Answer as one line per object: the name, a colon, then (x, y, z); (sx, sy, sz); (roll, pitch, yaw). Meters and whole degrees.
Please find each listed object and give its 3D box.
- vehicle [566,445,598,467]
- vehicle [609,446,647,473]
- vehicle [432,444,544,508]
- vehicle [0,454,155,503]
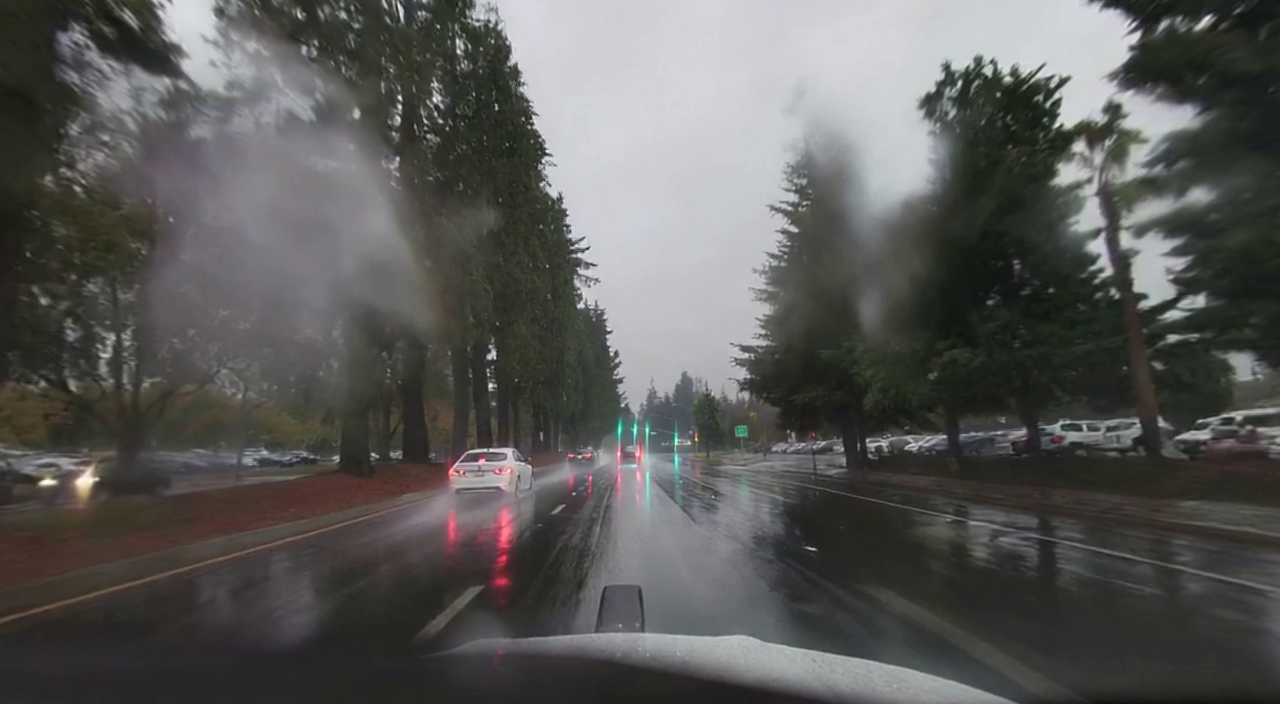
vehicle: (-4.353, 7.858, 48.049); (2.103, 1.592, 4.160); (0, -9, -1)
vehicle: (-0.702, 6.097, 36.117); (1.991, 1.431, 4.199); (0, -9, -2)
vehicle: (-3.768, 3.142, 16.508); (1.905, 1.418, 4.396); (0, -9, -1)
vehicle: (-23.912, 5.267, 26.879); (2.116, 1.786, 5.673); (0, -9, -1)
